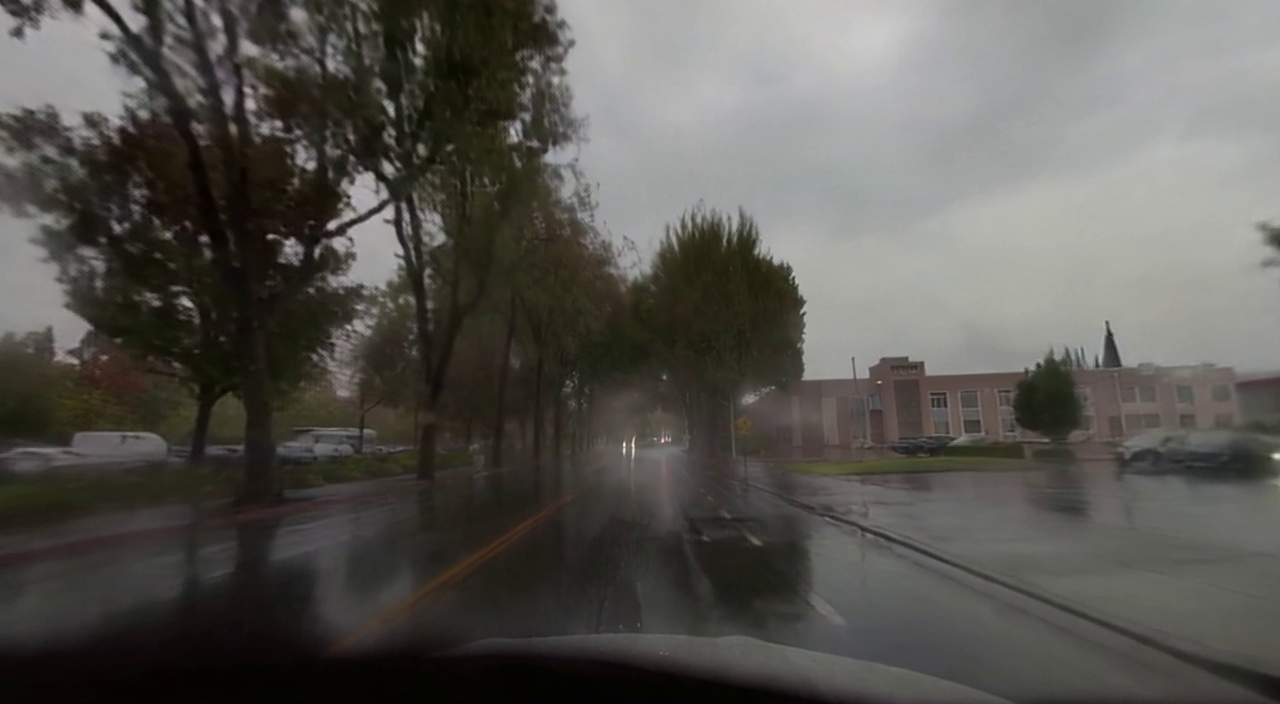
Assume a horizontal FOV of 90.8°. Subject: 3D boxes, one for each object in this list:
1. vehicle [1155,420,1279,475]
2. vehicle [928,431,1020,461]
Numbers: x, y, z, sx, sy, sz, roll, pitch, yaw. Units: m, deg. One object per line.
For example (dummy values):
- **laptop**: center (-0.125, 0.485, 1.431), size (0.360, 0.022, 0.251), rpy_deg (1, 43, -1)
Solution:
- **vehicle**: center (20.521, 3.207, 21.436), size (4.293, 1.473, 1.843), rpy_deg (-5, -8, 1)
- **vehicle**: center (18.661, 5.272, 35.354), size (4.134, 1.580, 1.952), rpy_deg (1, -8, -11)
